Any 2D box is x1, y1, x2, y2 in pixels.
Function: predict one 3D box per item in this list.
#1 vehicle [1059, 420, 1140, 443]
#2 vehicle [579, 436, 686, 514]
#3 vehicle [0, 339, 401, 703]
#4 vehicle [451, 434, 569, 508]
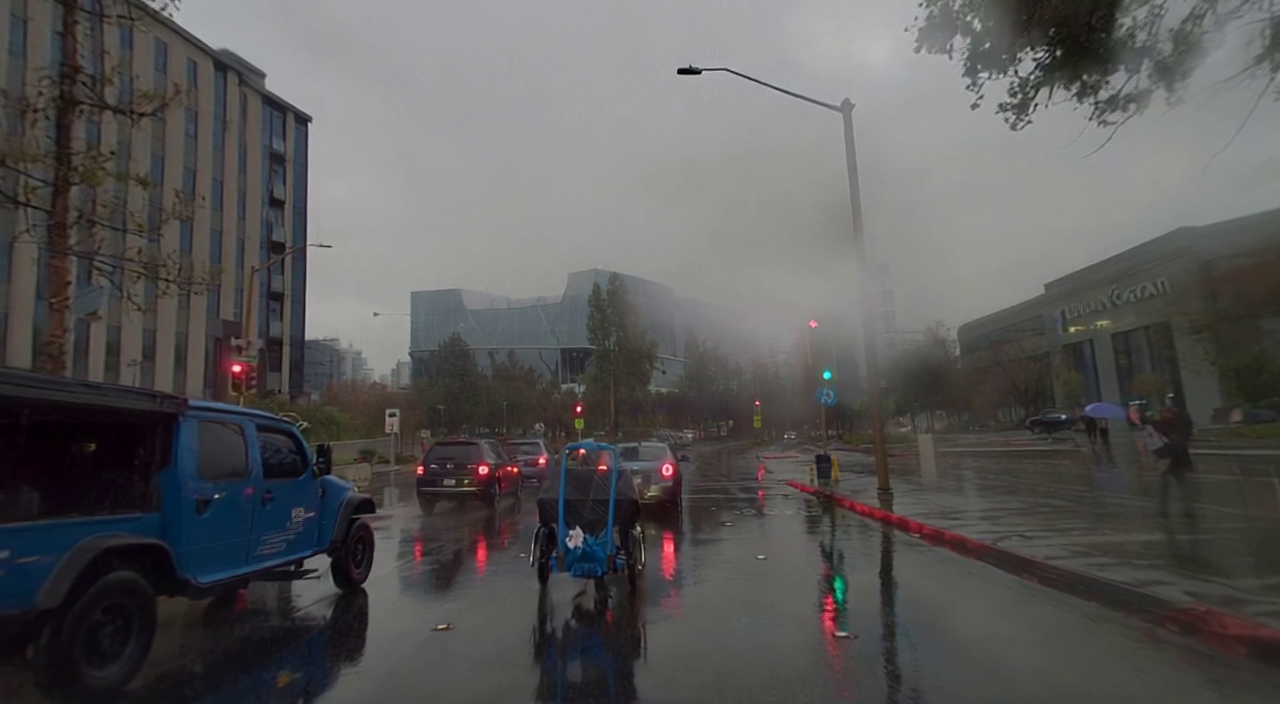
[{"bbox_3d":[30.725,5.359,42.047,1.751,1.420,4.027,8,-12,-43],"label":"vehicle"},{"bbox_3d":[-0.080,2.647,14.032,2.025,1.458,4.085,-1,-8,2],"label":"vehicle"},{"bbox_3d":[-3.612,1.150,4.503,2.000,1.809,4.405,0,-8,1],"label":"vehicle"},{"bbox_3d":[-3.116,2.950,16.002,1.935,1.615,4.073,-1,-8,3],"label":"vehicle"}]
